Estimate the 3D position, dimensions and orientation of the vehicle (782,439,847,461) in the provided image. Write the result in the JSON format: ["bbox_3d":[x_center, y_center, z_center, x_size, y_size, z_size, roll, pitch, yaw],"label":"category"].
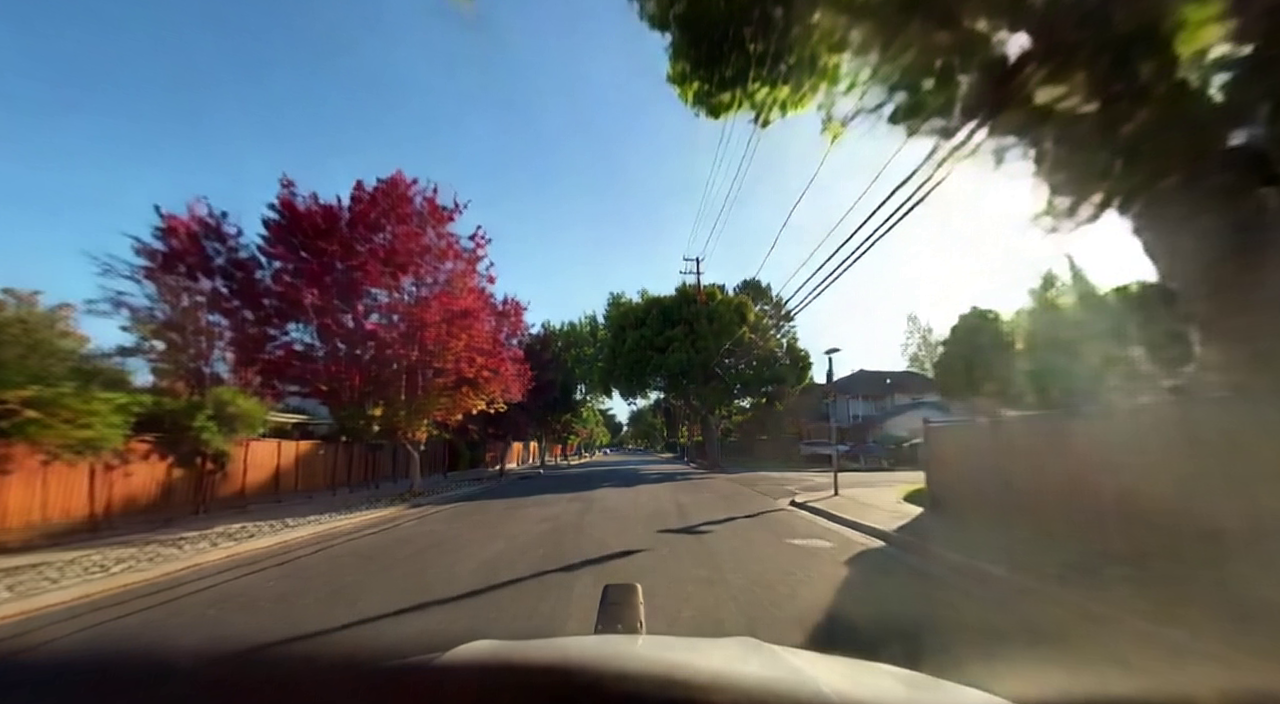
[{"bbox_3d":[12.619,7.087,45.912,4.286,1.525,2.219,-1,-9,10],"label":"vehicle"}]
